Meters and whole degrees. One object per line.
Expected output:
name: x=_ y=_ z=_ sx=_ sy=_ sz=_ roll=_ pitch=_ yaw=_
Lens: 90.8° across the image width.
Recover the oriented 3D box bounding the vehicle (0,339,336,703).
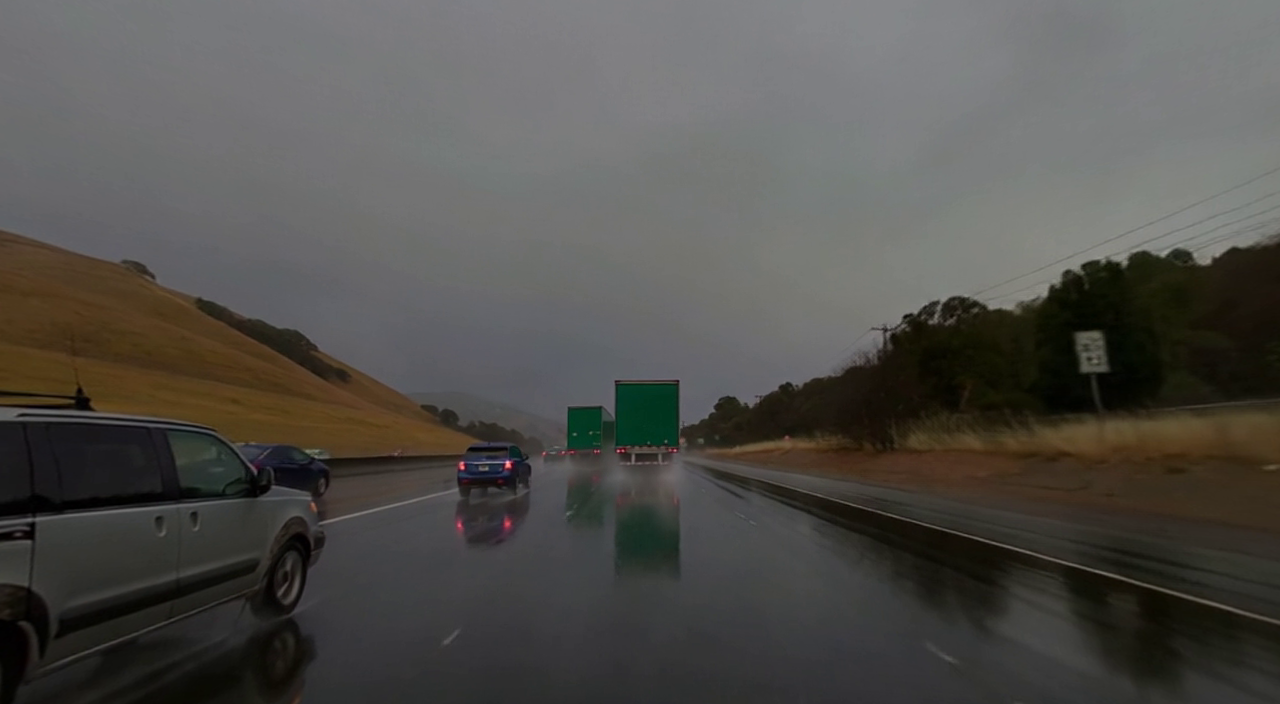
vehicle: x=-3.835 y=0.908 z=3.186 sx=2.136 sy=1.779 sz=4.875 roll=0 pitch=-8 yaw=0

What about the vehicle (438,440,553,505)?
vehicle: x=-3.542 y=3.026 z=16.355 sx=1.950 sy=1.446 sz=4.224 roll=0 pitch=-8 yaw=0

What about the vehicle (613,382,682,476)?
vehicle: x=0.447 y=4.054 z=32.259 sx=2.913 sy=3.988 sz=10.874 roll=0 pitch=-8 yaw=1
